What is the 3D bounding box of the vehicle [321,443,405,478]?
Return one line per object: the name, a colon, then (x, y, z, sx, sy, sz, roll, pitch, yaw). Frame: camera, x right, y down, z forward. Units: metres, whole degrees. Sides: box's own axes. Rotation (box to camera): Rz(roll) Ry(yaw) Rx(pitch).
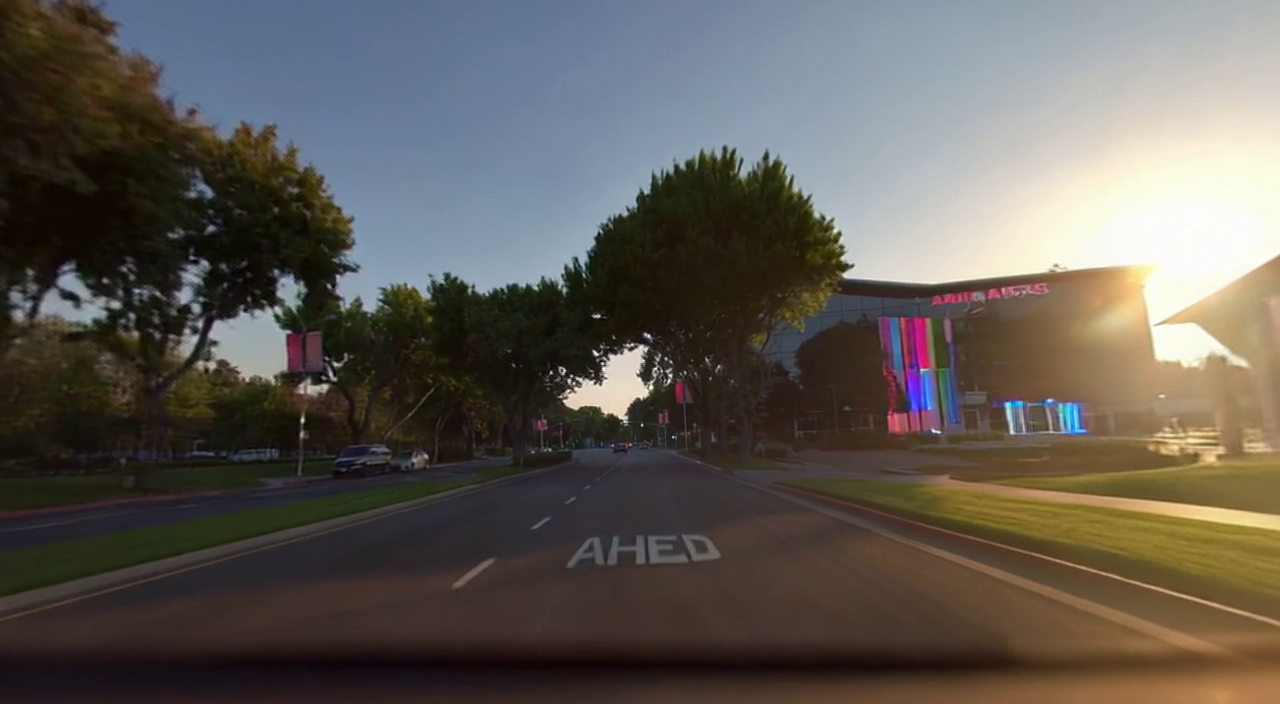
vehicle: (-17.338, 6.798, 39.719, 2.617, 1.997, 5.830, 0, -9, 0)
